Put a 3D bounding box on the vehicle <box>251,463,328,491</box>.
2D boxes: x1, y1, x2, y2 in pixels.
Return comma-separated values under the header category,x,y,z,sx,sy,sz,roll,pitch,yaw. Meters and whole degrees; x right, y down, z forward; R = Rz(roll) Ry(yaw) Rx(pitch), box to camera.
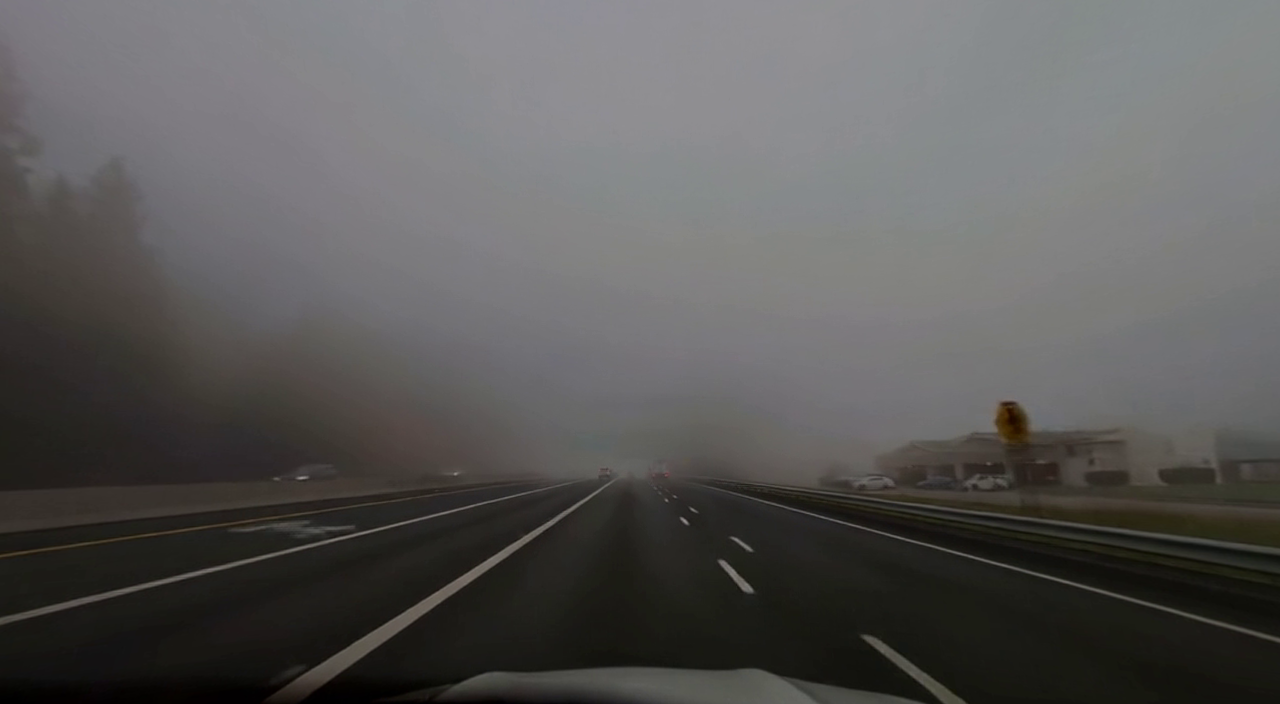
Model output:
category,x,y,z,sx,sy,sz,roll,pitch,yaw
vehicle,-19.189,6.868,34.737,1.855,1.446,4.114,0,-11,0
